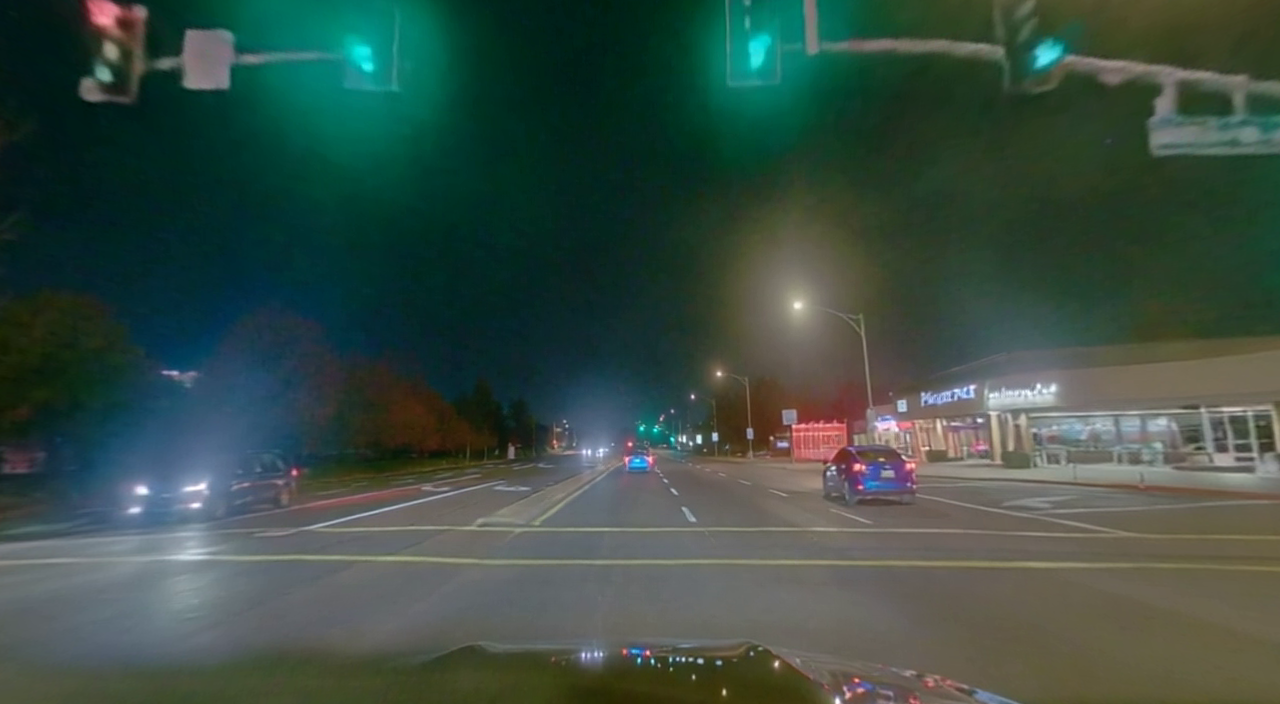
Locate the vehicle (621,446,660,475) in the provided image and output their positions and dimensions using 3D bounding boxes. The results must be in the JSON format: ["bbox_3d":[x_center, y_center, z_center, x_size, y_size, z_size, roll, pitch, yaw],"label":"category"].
[{"bbox_3d":[-0.041,5.927,34.829,2.027,1.494,3.942,0,-8,-1],"label":"vehicle"}]

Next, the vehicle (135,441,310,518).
[{"bbox_3d":[-10.913,3.315,16.962,1.911,1.779,4.067,0,-8,-1],"label":"vehicle"}]

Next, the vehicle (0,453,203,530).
[{"bbox_3d":[-14.560,3.631,17.117,2.003,1.696,4.860,0,-8,-1],"label":"vehicle"}]

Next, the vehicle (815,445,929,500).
[{"bbox_3d":[6.788,3.529,18.994,1.849,1.464,4.119,0,-8,0],"label":"vehicle"}]
